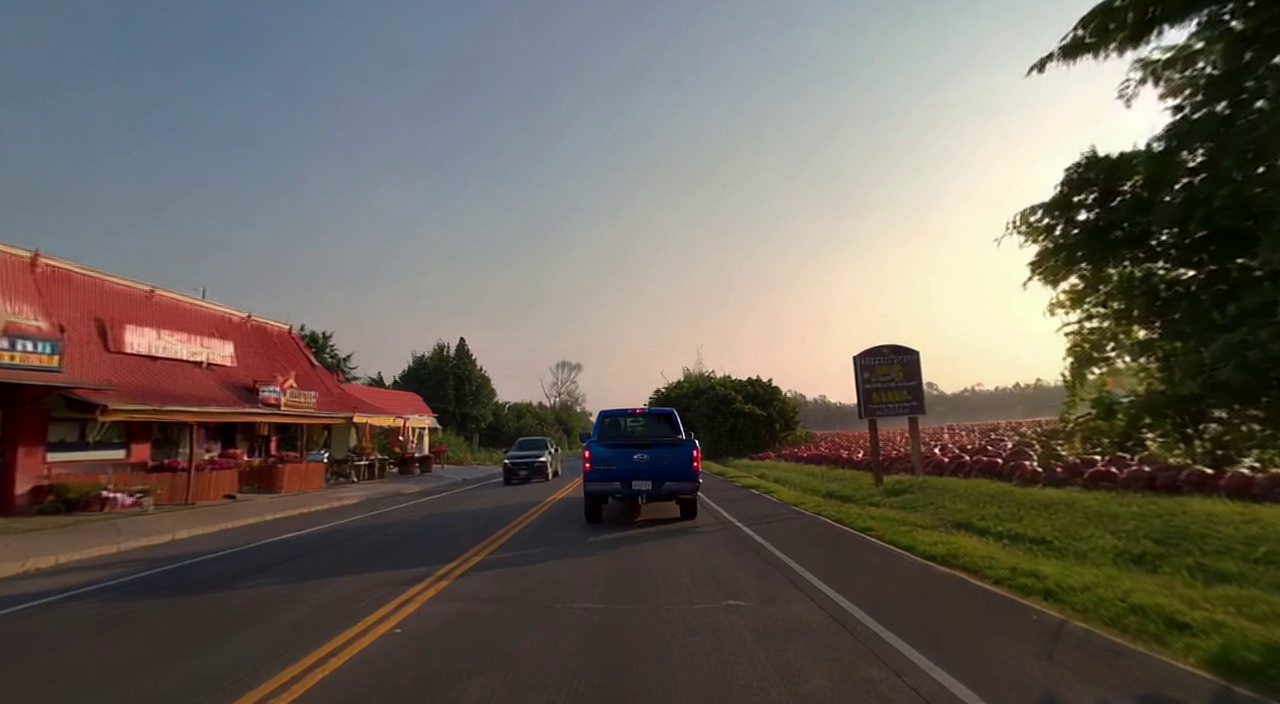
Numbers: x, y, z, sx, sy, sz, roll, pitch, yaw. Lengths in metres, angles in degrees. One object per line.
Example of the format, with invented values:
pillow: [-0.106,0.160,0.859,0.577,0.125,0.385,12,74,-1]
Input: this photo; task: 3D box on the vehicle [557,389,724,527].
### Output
vehicle: [-0.077,2.149,13.248,2.693,2.223,5.885,0,-9,-2]

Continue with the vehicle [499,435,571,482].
vehicle: [-4.244,4.401,26.337,2.190,1.746,4.616,0,-8,0]
